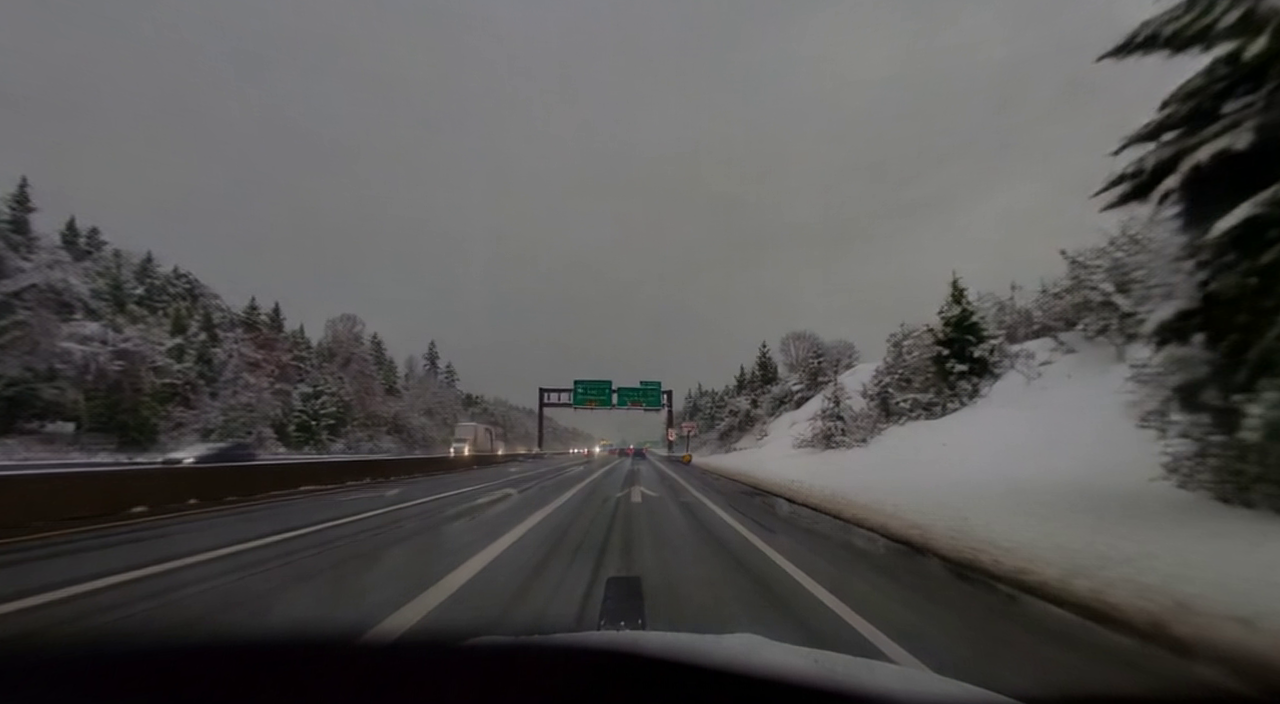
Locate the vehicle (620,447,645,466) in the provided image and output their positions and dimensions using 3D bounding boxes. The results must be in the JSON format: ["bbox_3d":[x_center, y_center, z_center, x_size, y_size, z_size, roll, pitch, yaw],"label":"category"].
[{"bbox_3d":[-0.591,8.044,48.564,1.807,1.427,3.645,0,-9,-1],"label":"vehicle"}]
